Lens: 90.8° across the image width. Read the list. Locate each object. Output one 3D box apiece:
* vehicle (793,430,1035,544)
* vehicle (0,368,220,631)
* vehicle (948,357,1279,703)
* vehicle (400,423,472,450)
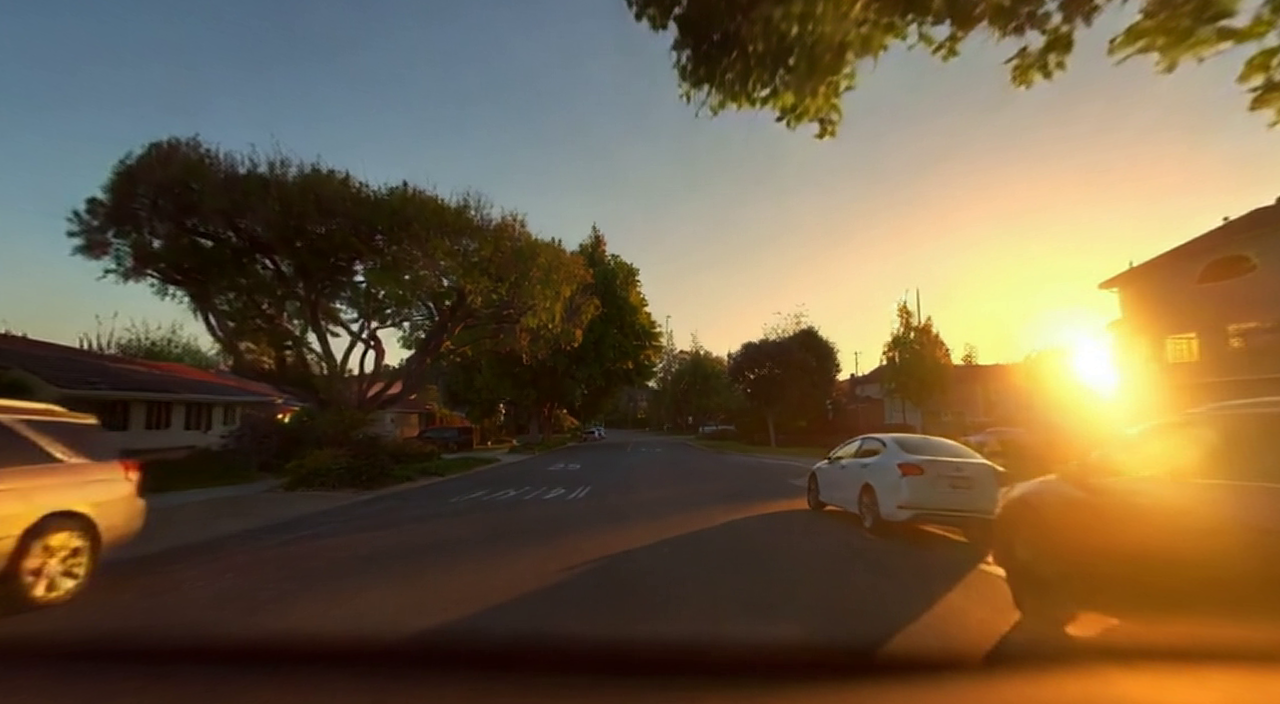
[{"bbox_3d":[4.063,2.032,10.394,1.952,1.442,4.529,0,-7,0],"label":"vehicle"},{"bbox_3d":[-5.932,1.062,4.299,2.322,1.949,5.695,-1,-8,-1],"label":"vehicle"},{"bbox_3d":[3.789,0.965,3.303,2.033,1.730,4.554,0,-8,0],"label":"vehicle"},{"bbox_3d":[-13.023,5.428,40.552,3.921,1.629,1.832,0,-9,3],"label":"vehicle"}]
